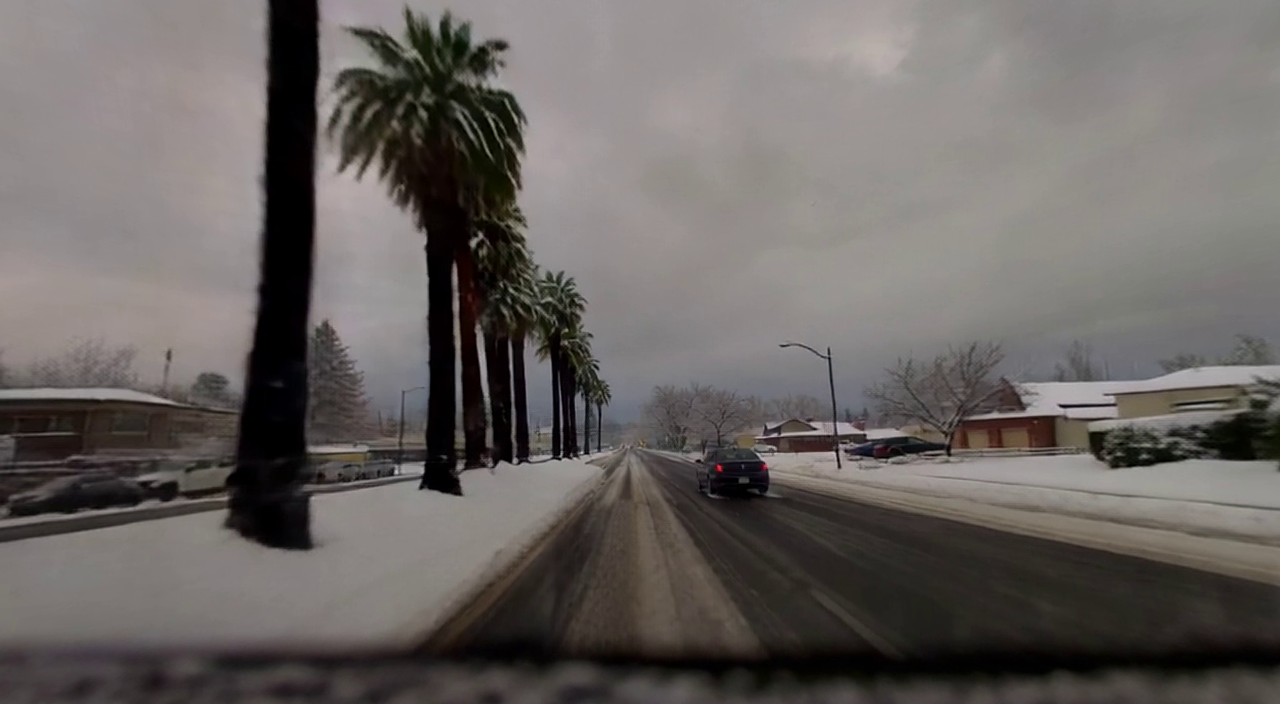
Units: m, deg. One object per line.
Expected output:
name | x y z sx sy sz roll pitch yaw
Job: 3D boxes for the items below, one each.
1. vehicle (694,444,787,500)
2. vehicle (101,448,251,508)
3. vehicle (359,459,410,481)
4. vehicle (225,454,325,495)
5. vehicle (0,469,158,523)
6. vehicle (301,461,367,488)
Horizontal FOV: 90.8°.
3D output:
vehicle | 2.903 3.595 19.359 1.989 1.492 4.689 0 -9 -1
vehicle | -19.252 5.186 26.628 2.344 2.232 5.170 0 -9 -1
vehicle | -19.253 8.912 47.838 1.897 1.482 4.707 0 -9 0
vehicle | -19.226 6.440 33.634 2.056 1.946 5.498 0 -9 -1
vehicle | -18.812 4.728 21.173 1.828 1.472 4.464 0 -9 -1
vehicle | -19.199 7.661 39.900 1.836 1.476 4.950 0 -9 -1
